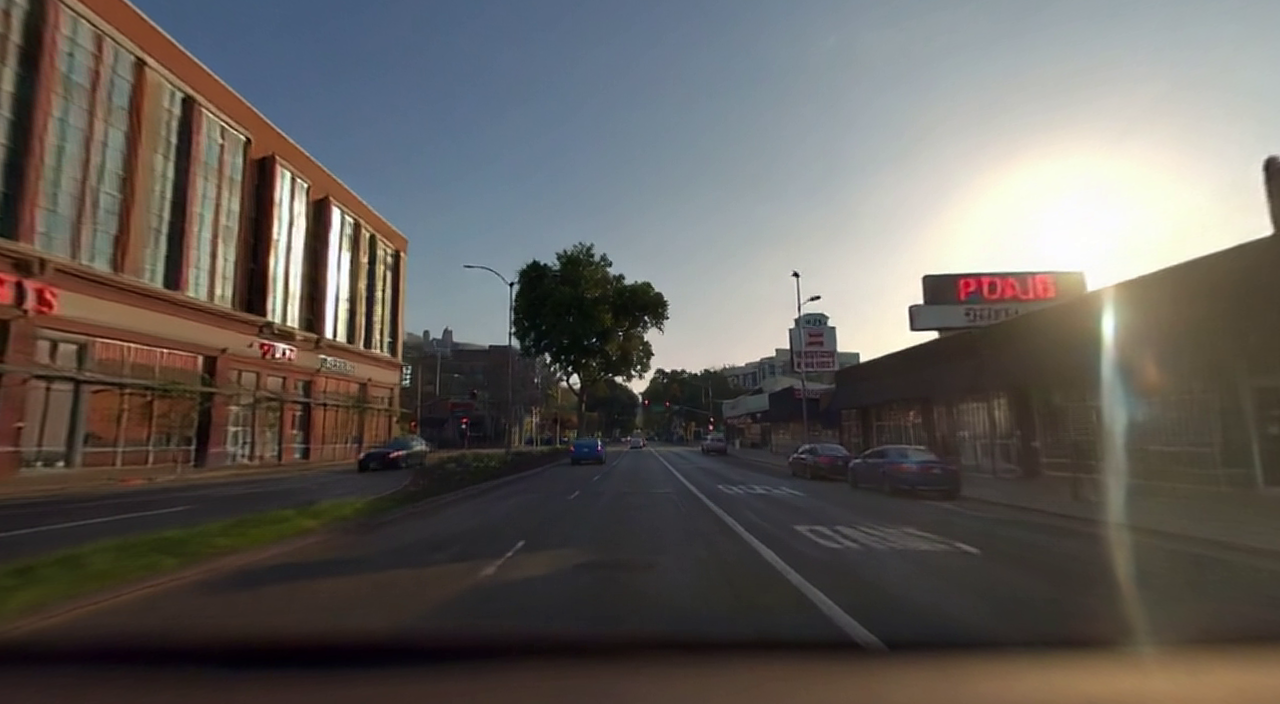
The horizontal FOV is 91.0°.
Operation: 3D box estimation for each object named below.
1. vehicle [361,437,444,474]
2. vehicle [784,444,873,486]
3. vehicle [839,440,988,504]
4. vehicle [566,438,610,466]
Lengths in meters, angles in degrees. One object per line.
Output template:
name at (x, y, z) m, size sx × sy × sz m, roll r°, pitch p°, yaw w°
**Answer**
vehicle at (-10.441, 4.581, 28.041) m, size 2.051 × 1.492 × 4.132 m, roll 0°, pitch -8°, yaw 0°
vehicle at (7.245, 4.366, 24.699) m, size 2.009 × 1.429 × 4.562 m, roll 1°, pitch -8°, yaw -1°
vehicle at (7.382, 3.256, 17.660) m, size 1.968 × 1.493 × 4.878 m, roll 1°, pitch -8°, yaw 0°
vehicle at (-2.834, 5.571, 35.300) m, size 2.078 × 1.471 × 4.217 m, roll 0°, pitch -8°, yaw 0°
